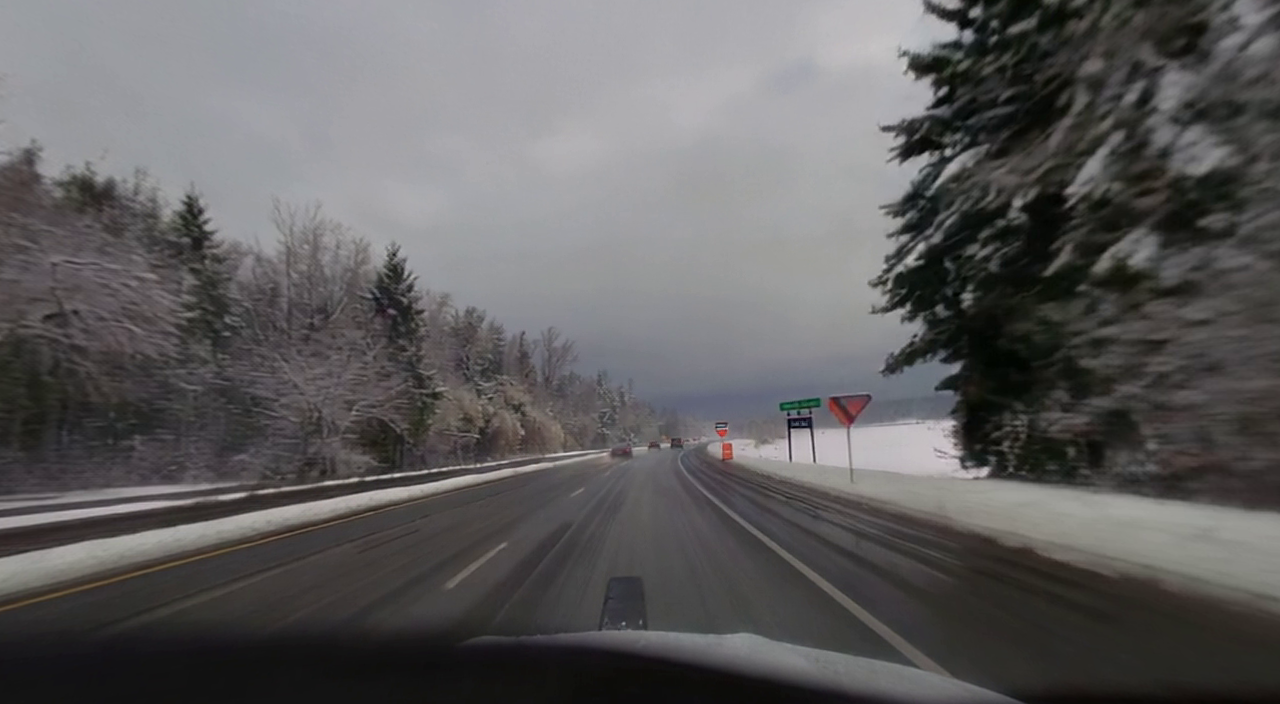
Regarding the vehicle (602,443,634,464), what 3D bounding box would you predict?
[{"bbox_3d":[-1.552,7.278,45.390,2.118,1.475,4.263,0,-8,1],"label":"vehicle"}]
